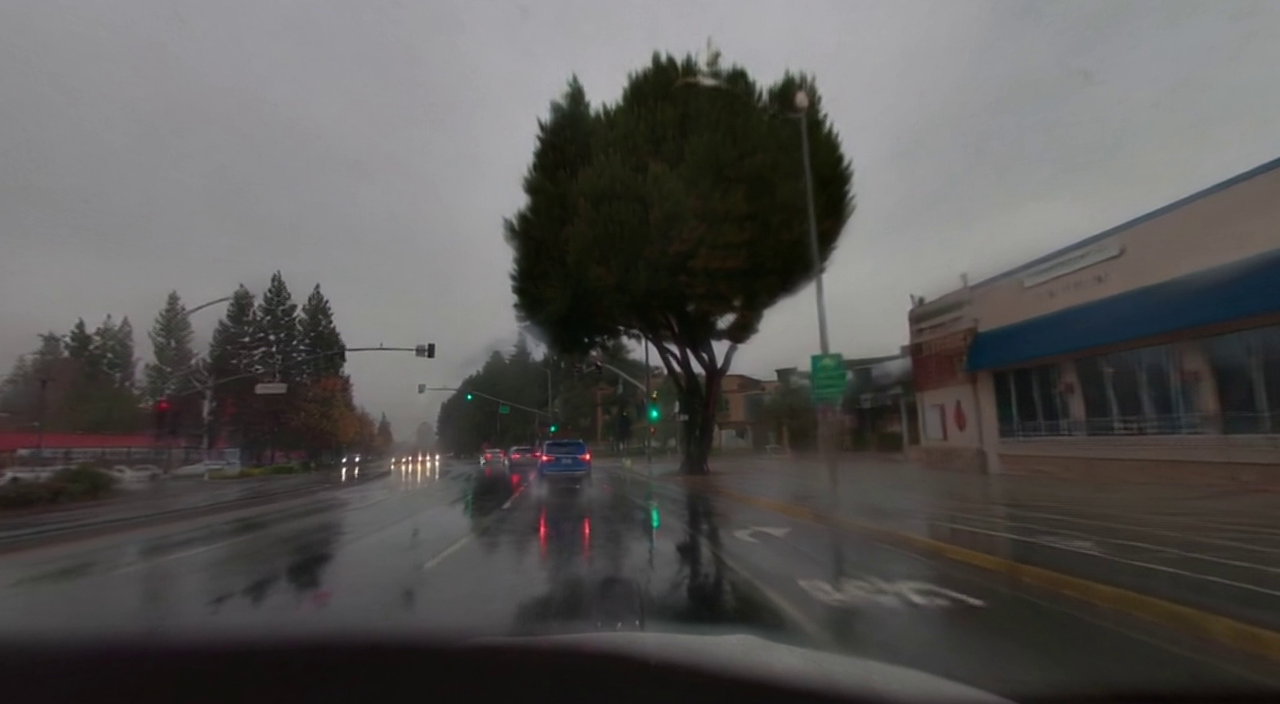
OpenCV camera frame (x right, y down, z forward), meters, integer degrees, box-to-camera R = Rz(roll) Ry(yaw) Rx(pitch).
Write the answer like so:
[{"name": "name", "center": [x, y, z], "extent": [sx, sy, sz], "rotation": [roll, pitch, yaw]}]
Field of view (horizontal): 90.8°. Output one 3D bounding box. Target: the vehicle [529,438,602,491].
[{"name": "vehicle", "center": [-2.819, 4.057, 23.083], "extent": [2.227, 1.733, 3.930], "rotation": [2, -9, -12]}]

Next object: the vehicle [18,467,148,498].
[{"name": "vehicle", "center": [-30.850, 7.245, 35.183], "extent": [4.804, 1.544, 2.244], "rotation": [4, -9, -18]}]

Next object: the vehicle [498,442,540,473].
[{"name": "vehicle", "center": [-8.225, 7.104, 42.683], "extent": [2.067, 1.947, 4.628], "rotation": [4, -9, -19]}]
